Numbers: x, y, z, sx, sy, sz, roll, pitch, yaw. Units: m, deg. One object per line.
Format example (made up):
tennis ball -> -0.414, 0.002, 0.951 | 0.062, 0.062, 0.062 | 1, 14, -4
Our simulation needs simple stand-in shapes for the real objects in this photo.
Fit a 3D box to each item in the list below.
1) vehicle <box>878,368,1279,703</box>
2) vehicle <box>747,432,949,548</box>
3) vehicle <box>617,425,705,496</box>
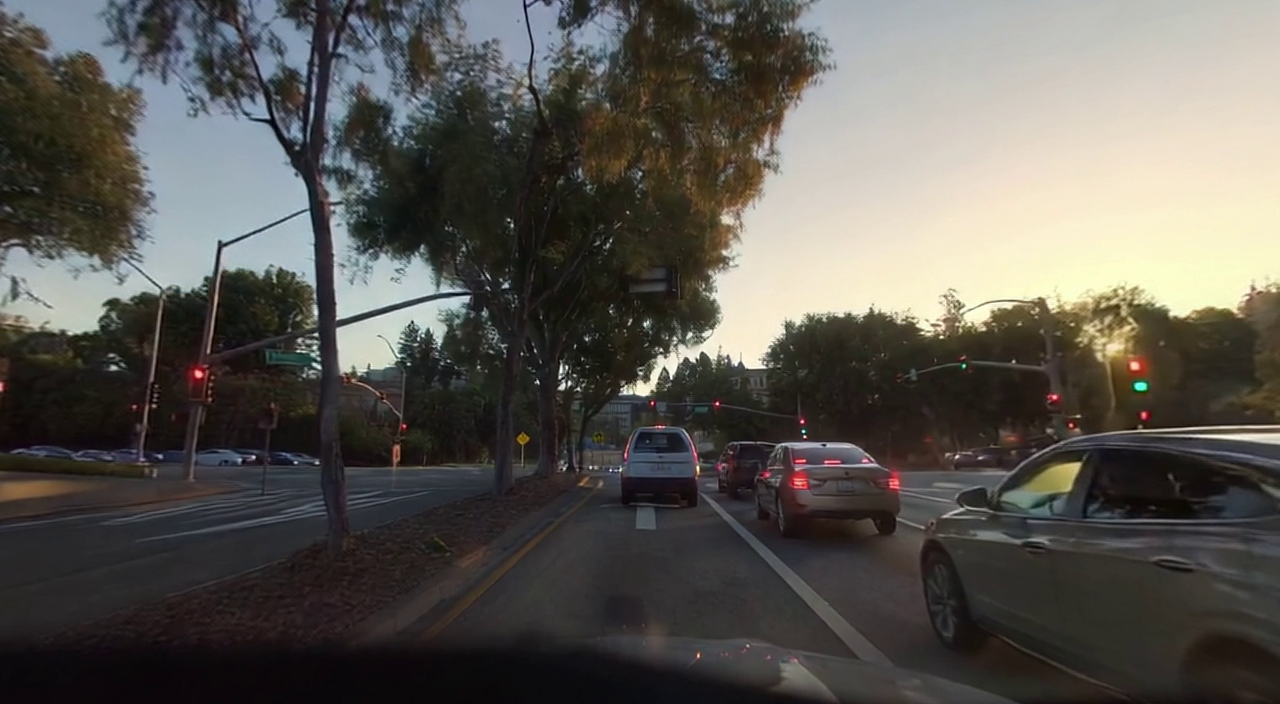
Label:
vehicle -> 2.960, 0.997, 2.994 | 2.078, 1.578, 4.107 | 0, -8, 1
vehicle -> 3.085, 2.075, 10.436 | 1.956, 1.477, 4.285 | 0, -7, 1
vehicle -> 0.515, 3.136, 18.561 | 2.245, 1.800, 4.522 | 0, -8, -1
